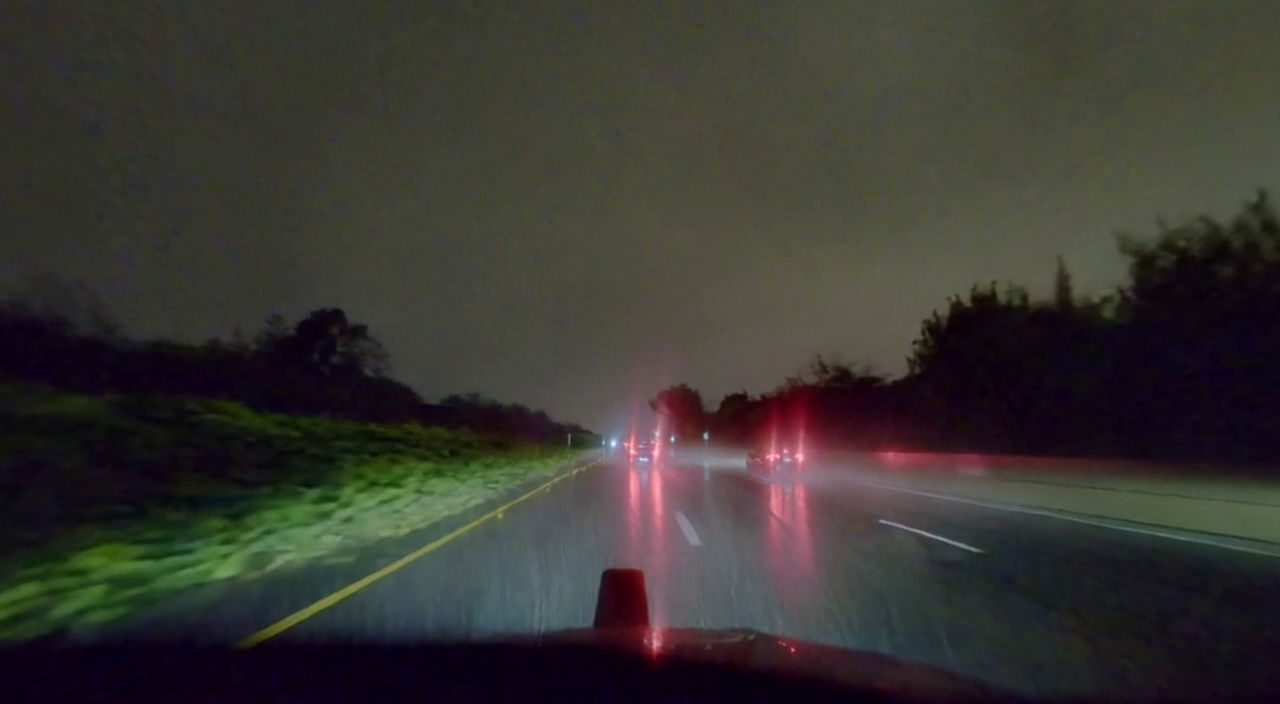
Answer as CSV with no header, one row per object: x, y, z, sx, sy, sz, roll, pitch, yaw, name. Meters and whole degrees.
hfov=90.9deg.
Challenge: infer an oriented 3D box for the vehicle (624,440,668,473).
0.223,5.160,31.345,1.991,1.475,4.302,0,-8,-2,vehicle
